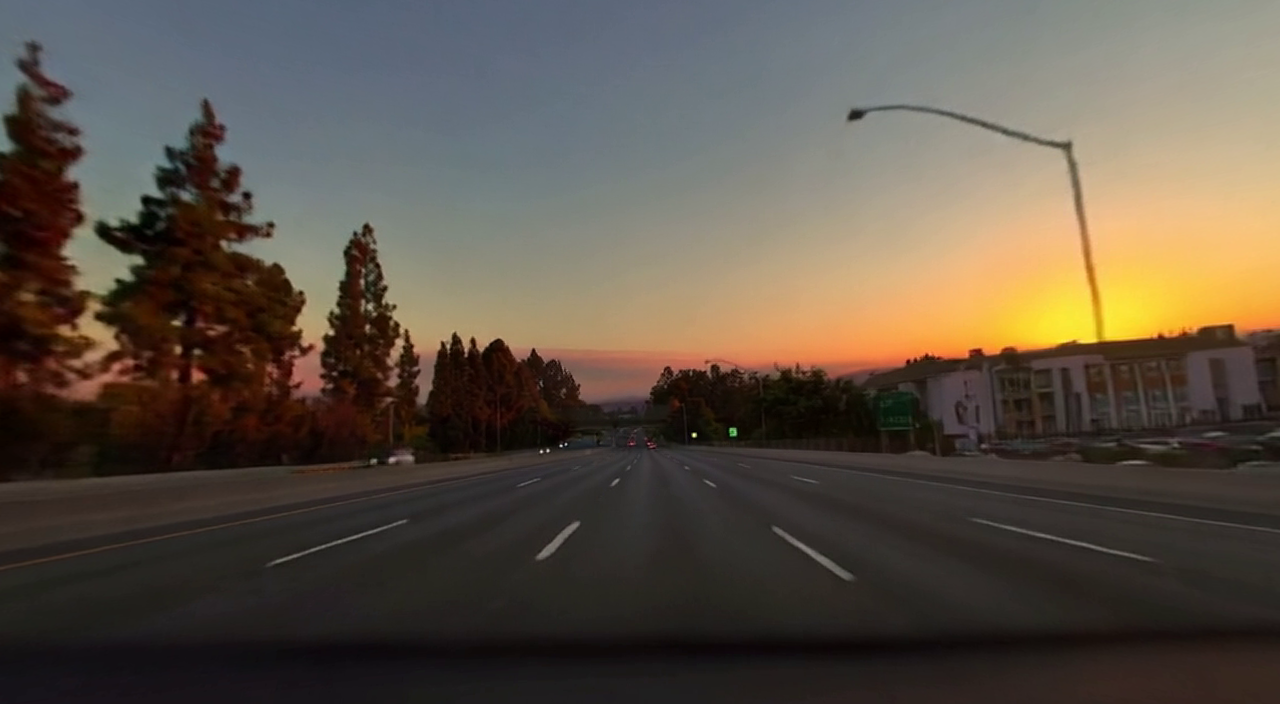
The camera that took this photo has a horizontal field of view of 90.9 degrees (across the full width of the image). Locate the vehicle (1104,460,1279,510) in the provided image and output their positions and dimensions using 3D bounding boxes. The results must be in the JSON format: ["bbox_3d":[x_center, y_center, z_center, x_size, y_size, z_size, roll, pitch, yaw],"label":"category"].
[{"bbox_3d":[27.188,6.477,30.919,7.005,2.000,2.255,-2,-9,-1],"label":"vehicle"}]

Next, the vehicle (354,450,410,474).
[{"bbox_3d":[-18.277,7.787,44.887,1.954,1.610,4.594,-1,-8,1],"label":"vehicle"}]
